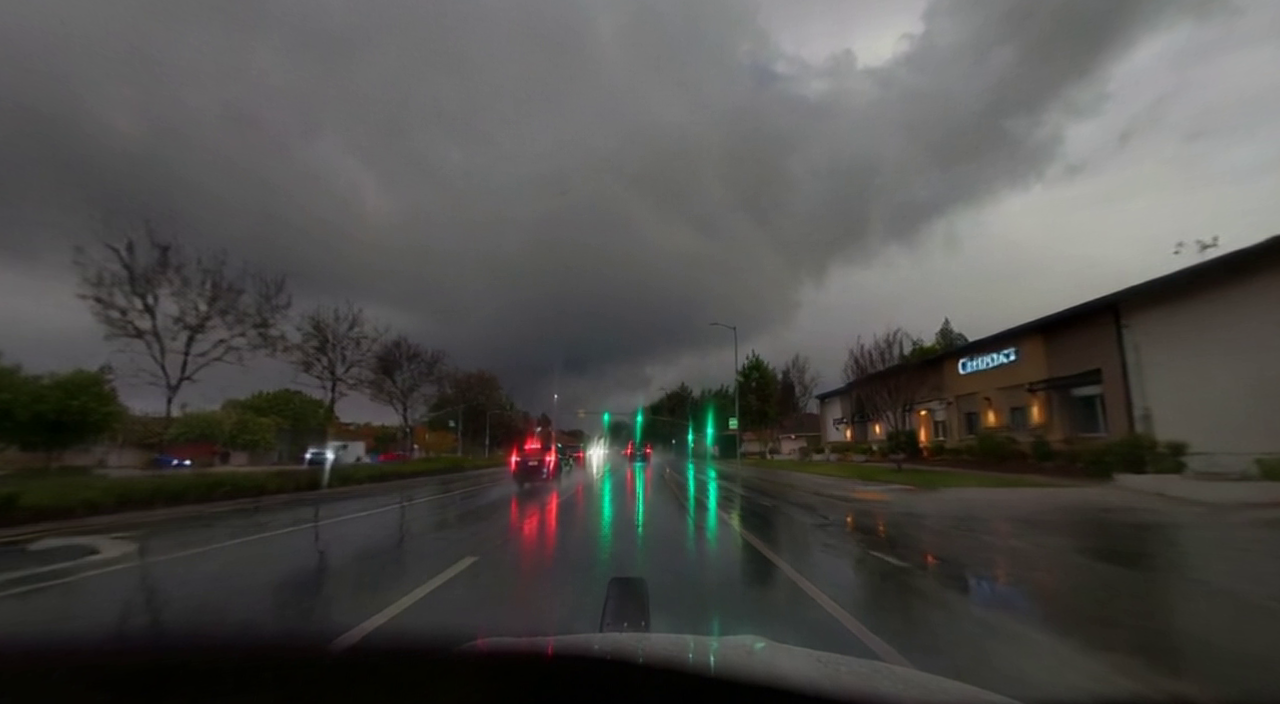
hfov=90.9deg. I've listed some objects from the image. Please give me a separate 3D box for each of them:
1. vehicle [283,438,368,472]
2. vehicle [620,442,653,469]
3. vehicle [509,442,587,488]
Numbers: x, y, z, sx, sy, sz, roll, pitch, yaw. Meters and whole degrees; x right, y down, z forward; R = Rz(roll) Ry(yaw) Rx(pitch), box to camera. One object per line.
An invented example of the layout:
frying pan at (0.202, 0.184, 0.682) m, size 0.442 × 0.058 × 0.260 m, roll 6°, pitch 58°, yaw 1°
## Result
vehicle at (-20.099, 6.598, 40.670) m, size 2.226 × 1.987 × 5.777 m, roll -1°, pitch -9°, yaw 4°
vehicle at (-0.245, 7.089, 43.254) m, size 2.153 × 1.764 × 4.047 m, roll 0°, pitch -8°, yaw 0°
vehicle at (-3.147, 3.995, 22.596) m, size 2.015 × 1.470 × 4.458 m, roll 0°, pitch -8°, yaw 1°
